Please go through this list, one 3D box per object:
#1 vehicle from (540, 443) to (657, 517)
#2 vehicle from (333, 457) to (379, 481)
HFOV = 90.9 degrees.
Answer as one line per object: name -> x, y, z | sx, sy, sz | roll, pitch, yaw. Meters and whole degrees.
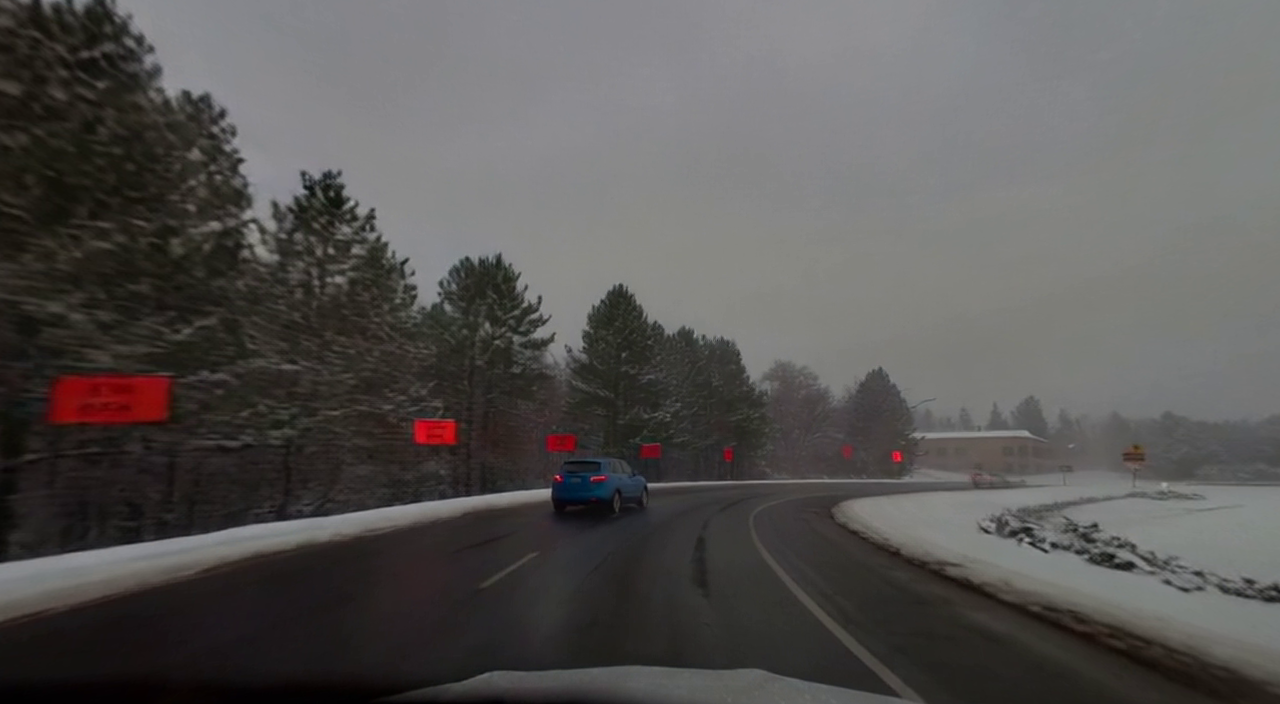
vehicle -> -0.938, 3.415, 17.128 | 1.997, 1.692, 4.422 | -1, -10, 12
vehicle -> -18.774, 7.763, 41.804 | 1.758, 1.470, 3.823 | 2, -10, -8
